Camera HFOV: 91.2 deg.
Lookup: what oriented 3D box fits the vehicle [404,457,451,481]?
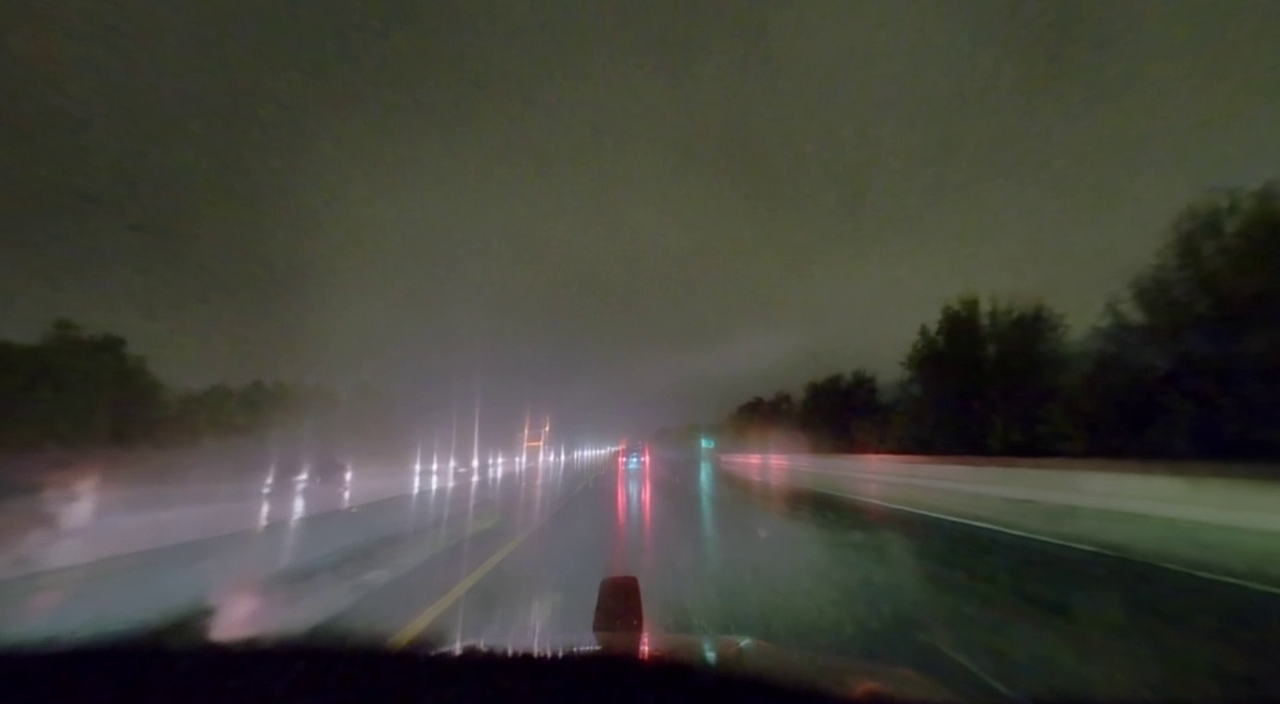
[{"bbox_3d":[-13.763,7.574,40.811,1.822,1.457,3.708,0,-9,-1],"label":"vehicle"}]

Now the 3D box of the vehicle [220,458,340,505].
[{"bbox_3d":[-13.302,4.788,23.541,1.853,1.500,4.552,0,-9,-1],"label":"vehicle"}]

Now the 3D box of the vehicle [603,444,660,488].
[{"bbox_3d":[-0.346,4.314,24.013,1.971,1.518,4.108,0,-9,-1],"label":"vehicle"}]

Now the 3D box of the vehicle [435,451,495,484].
[{"bbox_3d":[-8.904,5.904,32.277,1.893,1.519,4.127,0,-9,0],"label":"vehicle"}]
